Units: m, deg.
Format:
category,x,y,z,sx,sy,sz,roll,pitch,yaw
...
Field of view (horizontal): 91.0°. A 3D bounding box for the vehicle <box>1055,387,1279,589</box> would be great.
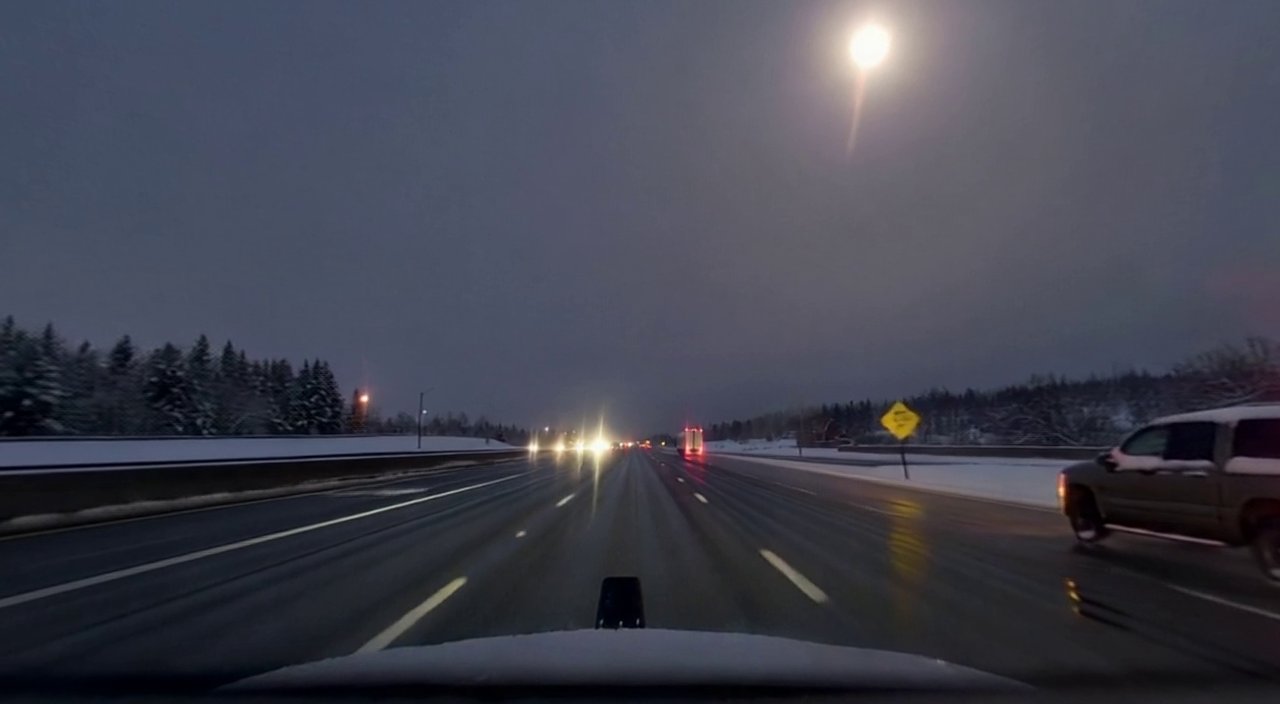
category,x,y,z,sx,sy,sz,roll,pitch,yaw
vehicle,6.721,1.295,6.191,2.096,1.767,4.601,0,-9,0
